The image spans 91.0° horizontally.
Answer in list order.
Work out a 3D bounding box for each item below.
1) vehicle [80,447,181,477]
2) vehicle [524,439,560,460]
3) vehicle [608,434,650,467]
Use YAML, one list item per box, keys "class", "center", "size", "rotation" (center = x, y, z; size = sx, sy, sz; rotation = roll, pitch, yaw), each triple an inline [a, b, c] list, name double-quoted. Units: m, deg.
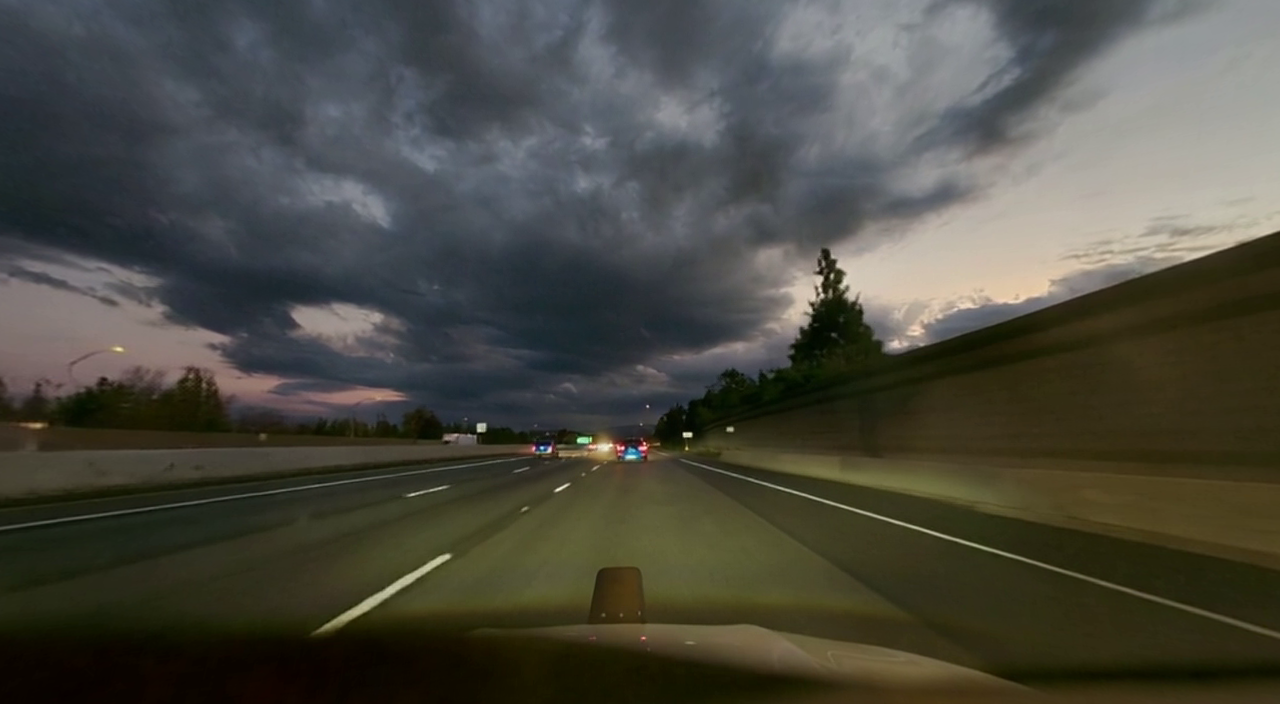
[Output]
- class: "vehicle"
  center: [-29.103, 6.263, 36.205]
  size: [1.875, 1.536, 4.652]
  rotation: [0, -8, 0]
- class: "vehicle"
  center: [-7.515, 7.572, 48.834]
  size: [2.019, 1.523, 4.396]
  rotation: [0, -8, 1]
- class: "vehicle"
  center: [-0.547, 5.389, 34.577]
  size: [2.141, 1.706, 4.065]
  rotation: [0, -8, 0]
